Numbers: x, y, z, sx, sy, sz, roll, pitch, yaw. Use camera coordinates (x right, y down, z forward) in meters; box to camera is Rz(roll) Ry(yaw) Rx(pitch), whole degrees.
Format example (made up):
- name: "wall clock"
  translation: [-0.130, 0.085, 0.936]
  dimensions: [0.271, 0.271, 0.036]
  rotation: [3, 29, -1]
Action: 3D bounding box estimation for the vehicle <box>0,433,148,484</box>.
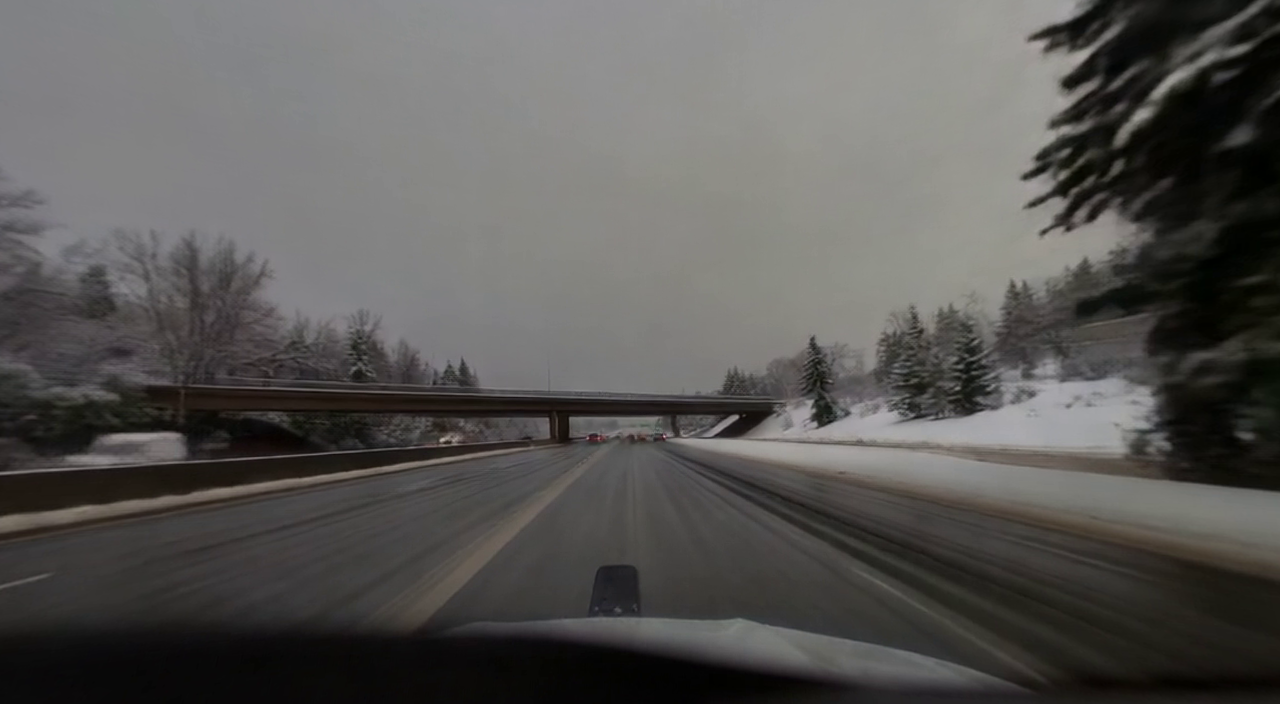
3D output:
- name: "vehicle"
  translation: [-20.952, 3.869, 23.239]
  dimensions: [1.953, 1.679, 4.499]
  rotation: [0, -8, -2]
